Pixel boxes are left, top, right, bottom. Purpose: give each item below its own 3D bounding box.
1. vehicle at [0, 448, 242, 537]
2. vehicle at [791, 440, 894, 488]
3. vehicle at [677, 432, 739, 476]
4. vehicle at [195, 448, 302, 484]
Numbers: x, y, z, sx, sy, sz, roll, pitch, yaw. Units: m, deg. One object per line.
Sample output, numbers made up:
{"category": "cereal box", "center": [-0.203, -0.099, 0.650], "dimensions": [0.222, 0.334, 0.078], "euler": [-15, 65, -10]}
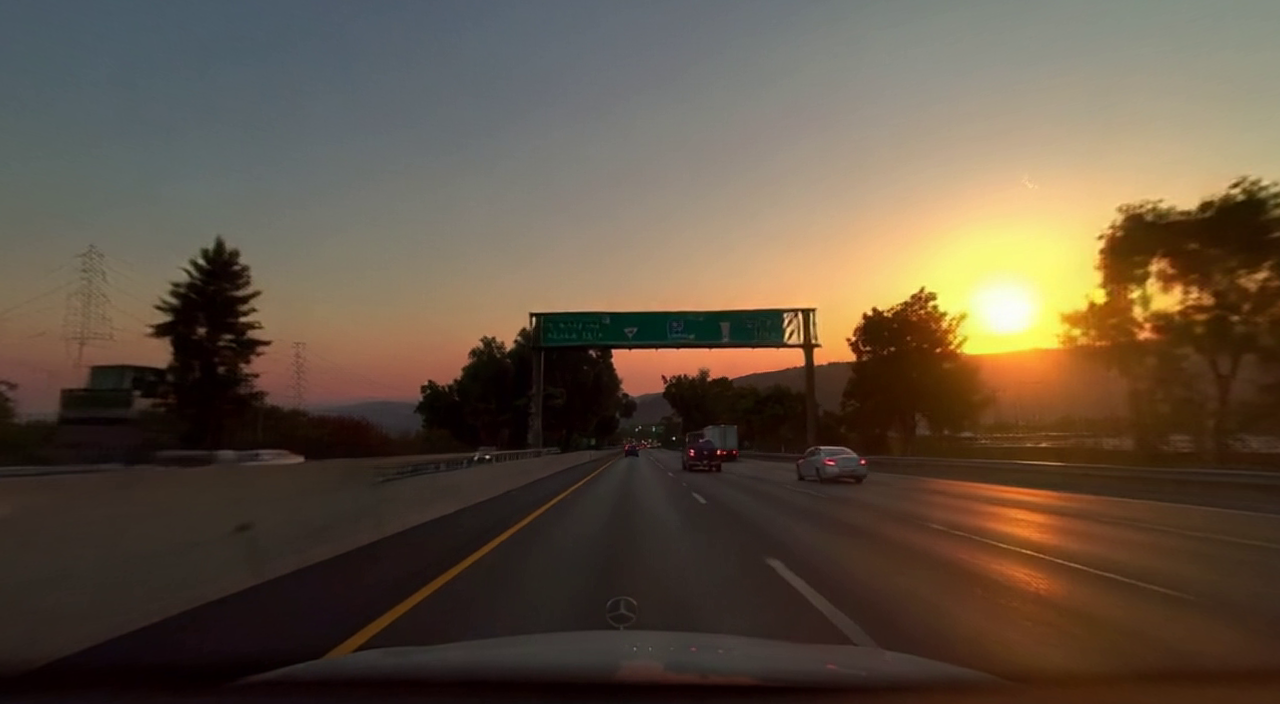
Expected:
{"category": "vehicle", "center": [-10.967, 2.834, 13.458], "dimensions": [2.147, 1.545, 4.454], "euler": [0, -8, -2]}
{"category": "vehicle", "center": [6.674, 3.717, 21.312], "dimensions": [2.009, 1.456, 4.097], "euler": [0, -9, -2]}
{"category": "vehicle", "center": [2.988, 4.672, 29.062], "dimensions": [2.258, 1.824, 4.908], "euler": [0, -9, -1]}
{"category": "vehicle", "center": [-17.589, 5.124, 28.710], "dimensions": [1.855, 1.454, 4.636], "euler": [0, -8, 0]}
